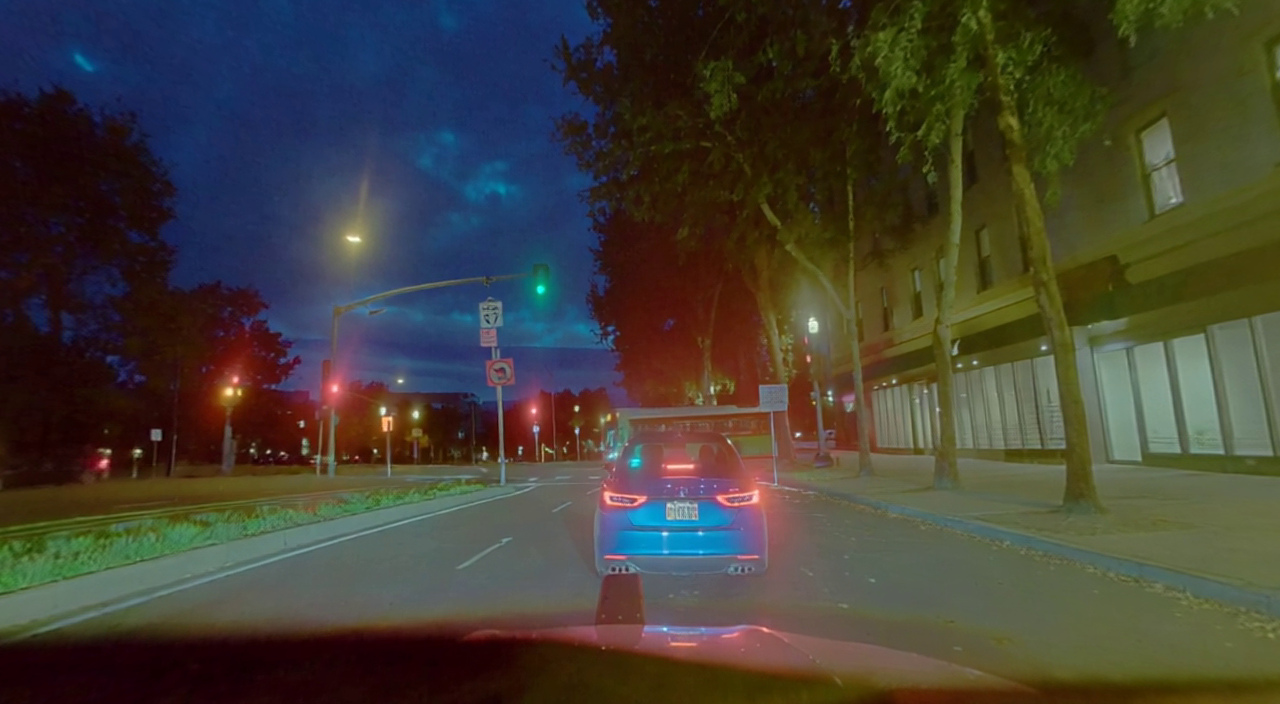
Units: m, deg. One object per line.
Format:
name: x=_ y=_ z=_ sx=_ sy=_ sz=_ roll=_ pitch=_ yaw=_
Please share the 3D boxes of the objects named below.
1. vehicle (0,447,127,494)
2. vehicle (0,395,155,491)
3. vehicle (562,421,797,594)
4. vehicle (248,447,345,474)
vehicle: x=-22.892 y=4.472 z=24.189 sx=1.892 sy=1.645 sz=4.561 roll=-3 pitch=-9 yaw=19
vehicle: x=-25.952 y=3.648 z=25.331 sx=2.692 sy=3.685 sz=10.153 roll=-3 pitch=-9 yaw=20
vehicle: x=0.374 y=1.621 z=7.398 sx=2.006 sy=1.470 sz=3.799 roll=0 pitch=-8 yaw=1
vehicle: x=-20.308 y=6.386 z=37.601 sx=1.883 sy=1.461 sz=4.830 roll=-4 pitch=-9 yaw=23
